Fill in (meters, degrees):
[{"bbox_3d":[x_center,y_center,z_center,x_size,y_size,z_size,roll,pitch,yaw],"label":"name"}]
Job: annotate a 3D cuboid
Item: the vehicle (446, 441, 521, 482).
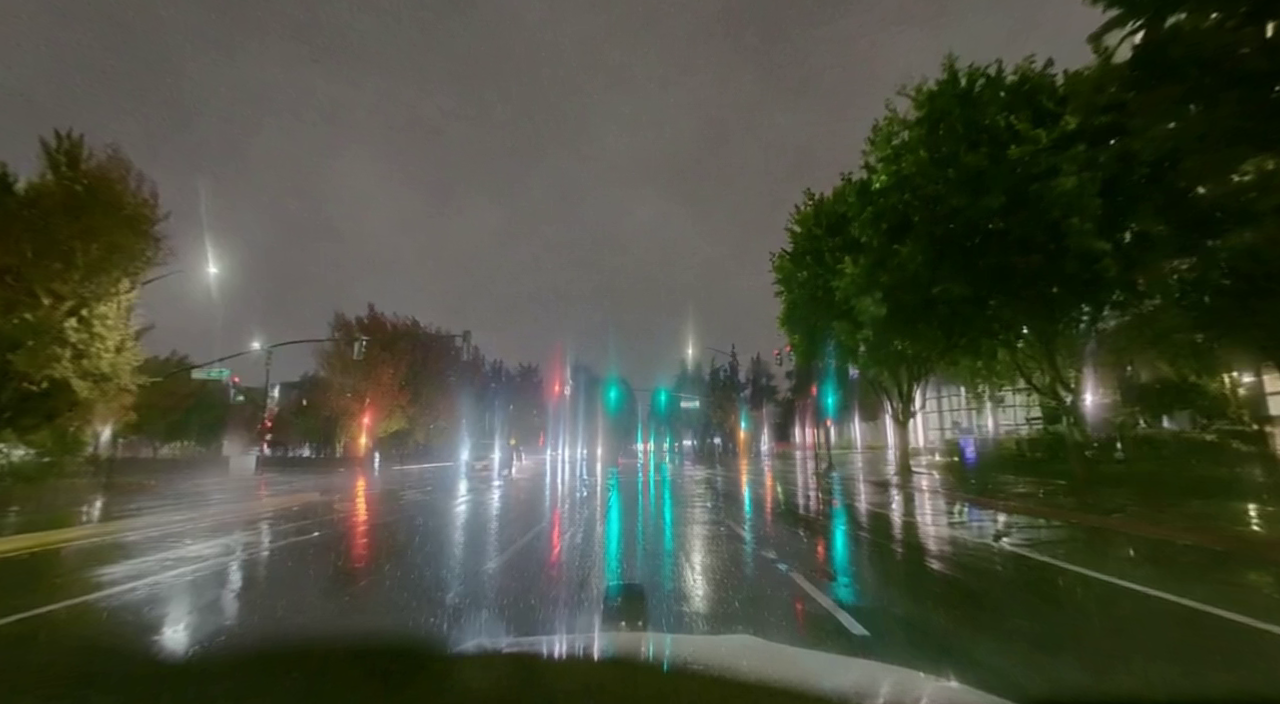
[{"bbox_3d":[-6.446,4.553,26.447,1.876,1.570,4.980,0,-9,0],"label":"vehicle"}]
